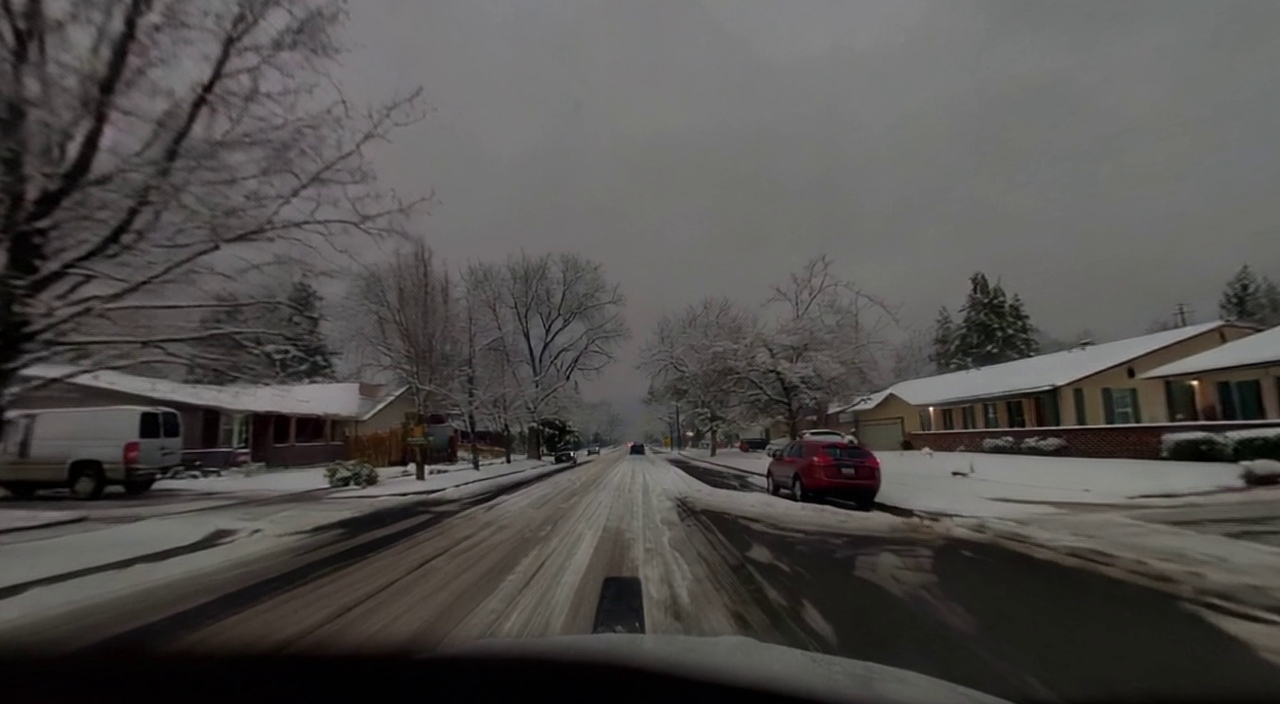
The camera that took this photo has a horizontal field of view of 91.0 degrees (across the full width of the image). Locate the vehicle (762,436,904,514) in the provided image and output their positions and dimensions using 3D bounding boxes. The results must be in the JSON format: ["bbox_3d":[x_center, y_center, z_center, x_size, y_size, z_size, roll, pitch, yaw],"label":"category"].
[{"bbox_3d":[4.218,2.747,14.598,2.011,1.521,4.292,-1,-9,1],"label":"vehicle"}]

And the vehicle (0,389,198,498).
[{"bbox_3d":[-16.437,2.639,17.710,6.381,2.645,2.703,-4,-9,10],"label":"vehicle"}]
